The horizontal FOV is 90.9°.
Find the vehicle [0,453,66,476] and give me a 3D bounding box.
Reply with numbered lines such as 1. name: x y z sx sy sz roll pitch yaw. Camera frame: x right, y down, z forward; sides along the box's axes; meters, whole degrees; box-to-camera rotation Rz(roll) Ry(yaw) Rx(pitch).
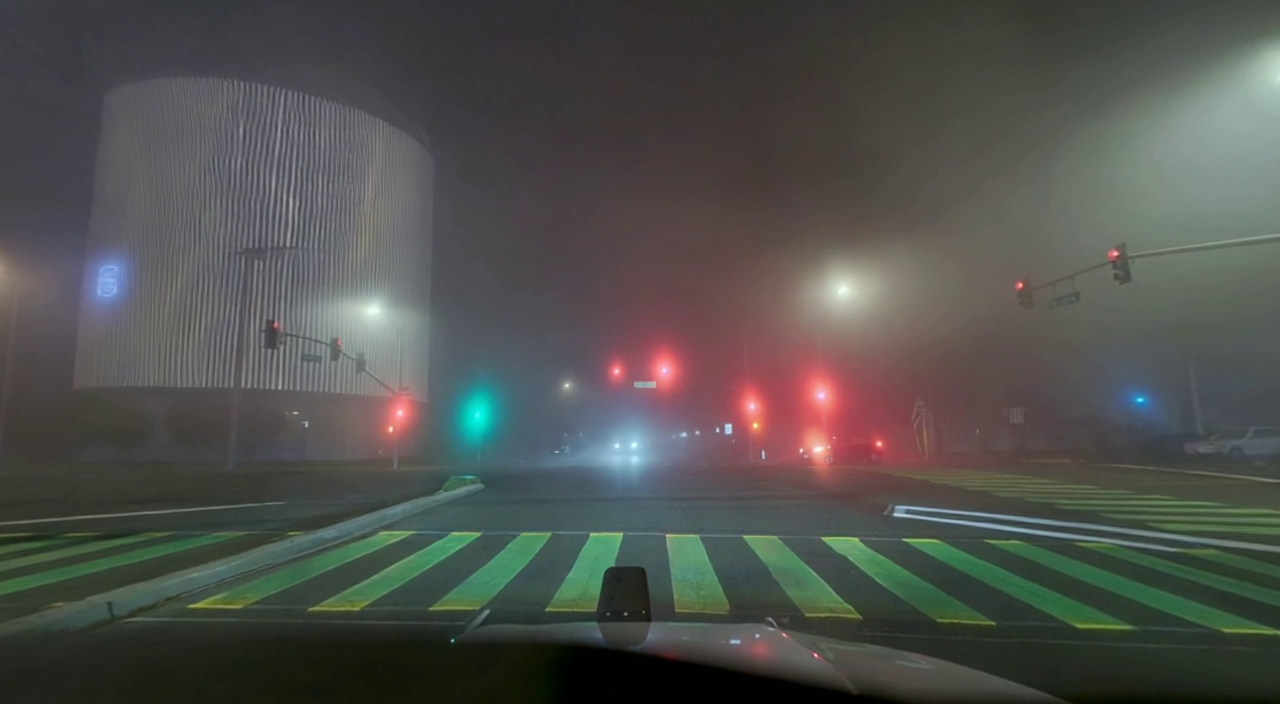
1. vehicle: -41.668 7.632 42.757 3.698 1.467 1.779 0 -8 1

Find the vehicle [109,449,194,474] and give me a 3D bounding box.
1. vehicle: -33.089 7.399 42.752 4.136 1.661 1.857 0 -8 1

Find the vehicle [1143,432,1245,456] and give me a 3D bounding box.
1. vehicle: 36.157 6.016 41.198 4.767 1.456 1.858 0 -8 3

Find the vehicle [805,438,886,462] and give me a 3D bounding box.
1. vehicle: 12.739 6.130 39.341 4.529 1.457 1.981 -1 -9 9
